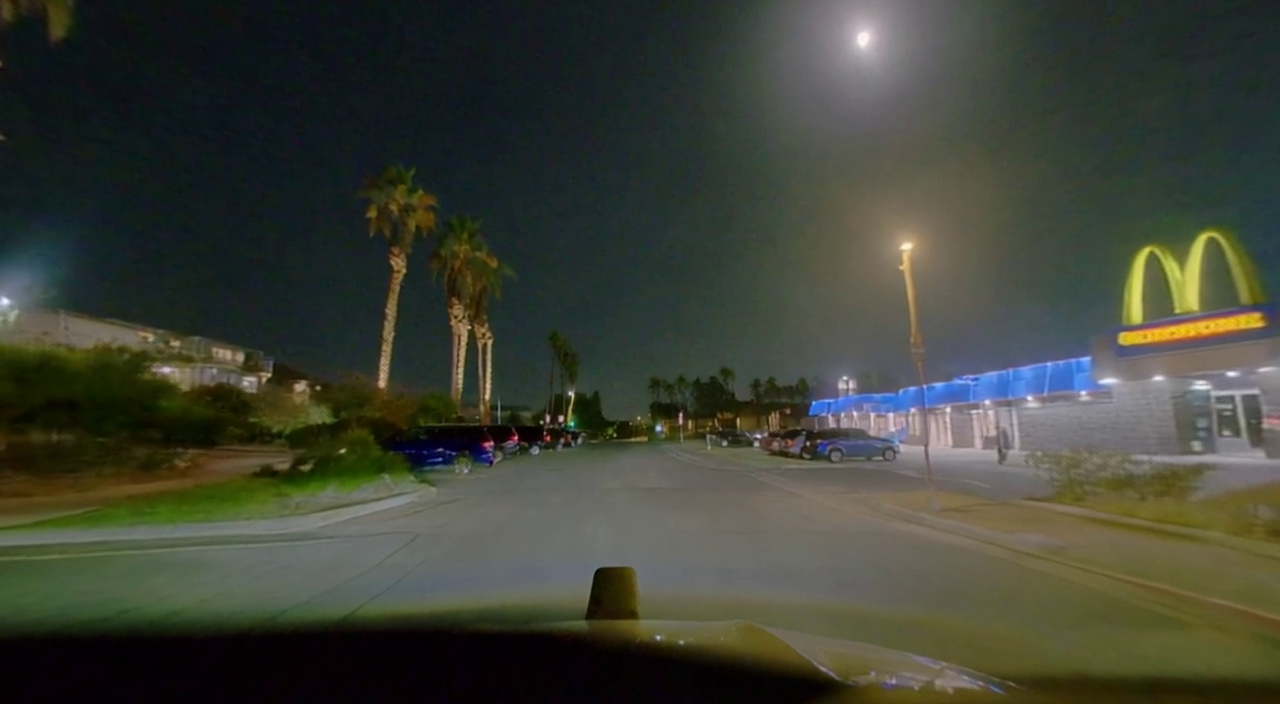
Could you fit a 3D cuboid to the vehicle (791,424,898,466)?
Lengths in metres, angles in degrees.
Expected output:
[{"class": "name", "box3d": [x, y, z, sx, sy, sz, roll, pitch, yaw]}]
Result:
[{"class": "vehicle", "box3d": [9.267, 4.197, 28.582, 4.509, 1.759, 2.077, 5, -10, -30]}]

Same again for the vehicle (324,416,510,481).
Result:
[{"class": "vehicle", "box3d": [-7.101, 3.102, 20.319, 5.210, 1.834, 2.281, 5, -10, -30]}]

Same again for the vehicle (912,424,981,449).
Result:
[{"class": "vehicle", "box3d": [21.100, 5.869, 43.517, 4.120, 1.659, 1.894, -5, -10, 28]}]
